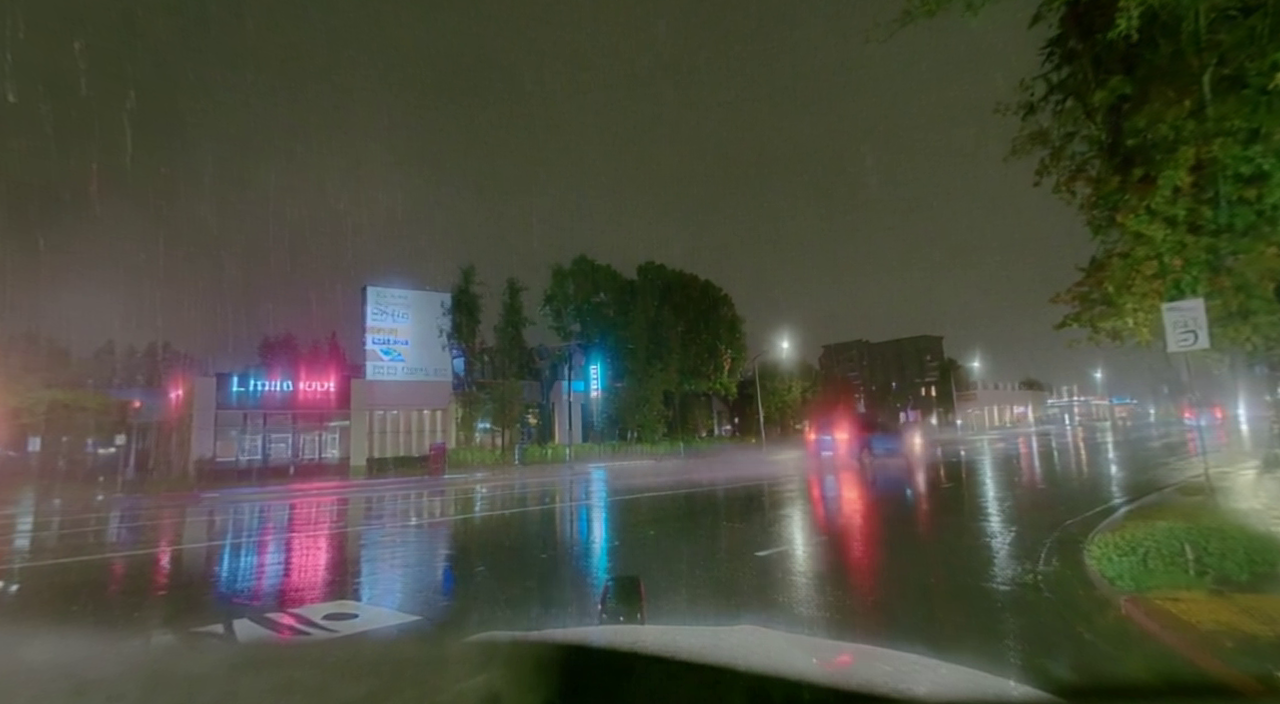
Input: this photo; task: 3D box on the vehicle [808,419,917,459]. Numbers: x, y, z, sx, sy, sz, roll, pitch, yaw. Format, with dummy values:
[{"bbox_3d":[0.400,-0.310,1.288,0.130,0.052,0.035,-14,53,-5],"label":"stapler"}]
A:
[{"bbox_3d":[8.931,3.488,25.276,4.442,1.458,1.902,6,-11,-37],"label":"vehicle"}]
